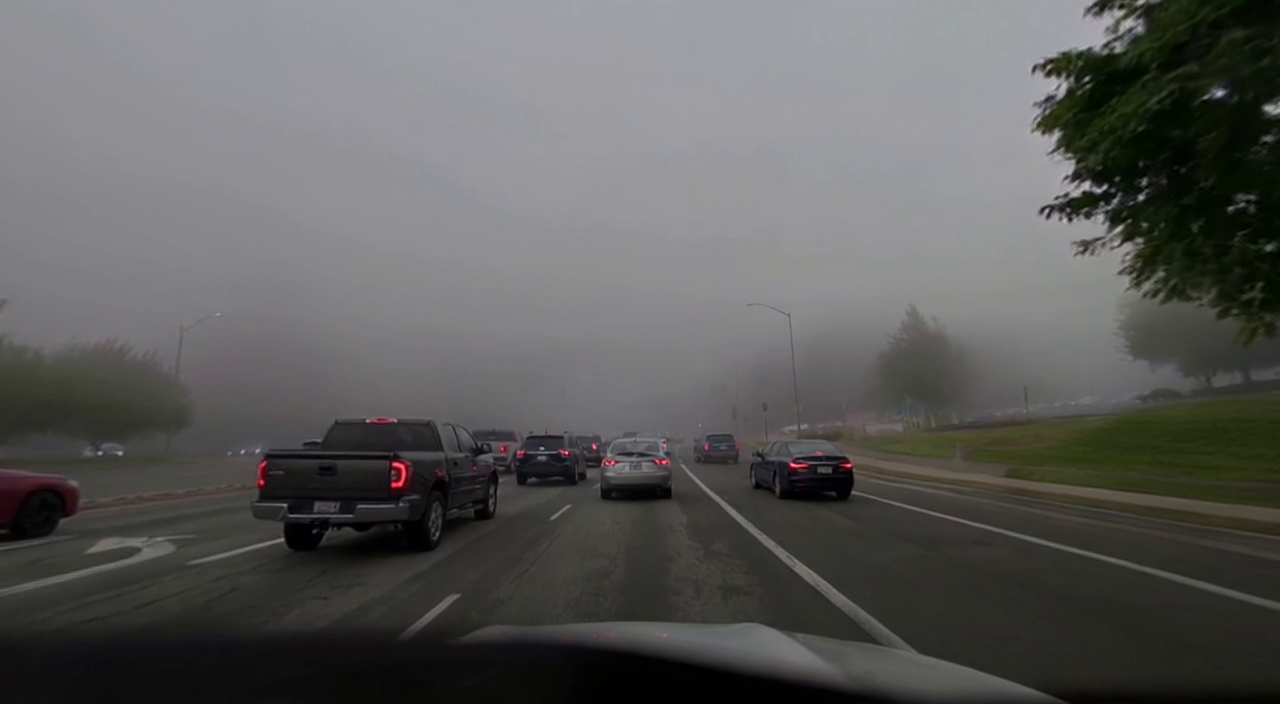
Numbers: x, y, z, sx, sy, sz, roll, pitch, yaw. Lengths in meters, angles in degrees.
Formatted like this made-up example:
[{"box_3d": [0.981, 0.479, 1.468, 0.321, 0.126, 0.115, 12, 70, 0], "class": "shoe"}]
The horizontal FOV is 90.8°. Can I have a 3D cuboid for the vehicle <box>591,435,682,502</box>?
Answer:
[{"box_3d": [-0.062, 2.955, 16.462, 2.030, 1.477, 4.330, 0, -8, 1], "class": "vehicle"}]

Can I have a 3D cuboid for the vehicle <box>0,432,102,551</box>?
[{"box_3d": [-9.092, 1.637, 7.088, 2.146, 1.480, 4.589, 0, -8, -2], "class": "vehicle"}]

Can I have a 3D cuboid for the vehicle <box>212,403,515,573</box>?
[{"box_3d": [-3.399, 1.800, 9.263, 2.111, 1.745, 5.274, 0, -8, -1], "class": "vehicle"}]

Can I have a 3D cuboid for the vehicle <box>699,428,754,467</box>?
[{"box_3d": [4.306, 4.858, 32.197, 2.099, 1.845, 4.363, 0, -8, -1], "class": "vehicle"}]

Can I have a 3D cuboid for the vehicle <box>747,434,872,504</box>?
[{"box_3d": [3.952, 2.794, 15.512, 1.884, 1.463, 4.195, 0, -8, 0], "class": "vehicle"}]

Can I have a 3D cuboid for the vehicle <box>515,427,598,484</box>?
[{"box_3d": [-2.869, 3.703, 22.800, 2.218, 1.829, 4.492, -1, -8, 3], "class": "vehicle"}]
